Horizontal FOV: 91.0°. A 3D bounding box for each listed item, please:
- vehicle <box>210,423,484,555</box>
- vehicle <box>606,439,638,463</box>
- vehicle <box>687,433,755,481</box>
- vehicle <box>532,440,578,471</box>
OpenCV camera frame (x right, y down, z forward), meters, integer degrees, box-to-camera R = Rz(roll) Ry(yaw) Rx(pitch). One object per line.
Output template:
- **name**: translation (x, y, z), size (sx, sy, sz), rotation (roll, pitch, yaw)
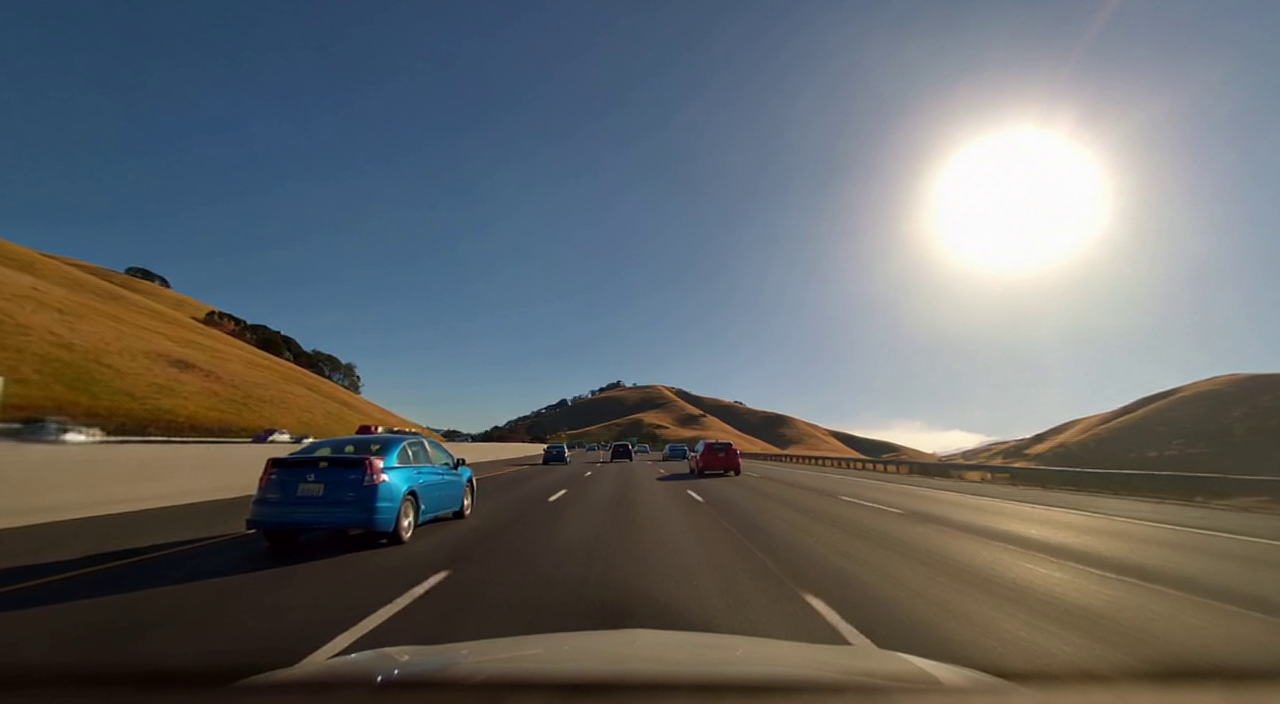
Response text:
- **vehicle**: translation (-3.938, 1.915, 9.488), size (1.993, 1.500, 4.248), rotation (0, -9, 1)
- **vehicle**: translation (-1.232, 7.023, 44.669), size (2.147, 1.572, 4.094), rotation (0, -9, -1)
- **vehicle**: translation (3.314, 4.420, 26.795), size (2.222, 1.820, 4.733), rotation (0, -9, 0)
- **vehicle**: translation (-4.306, 5.305, 32.358), size (1.796, 1.464, 3.839), rotation (0, -9, 0)
